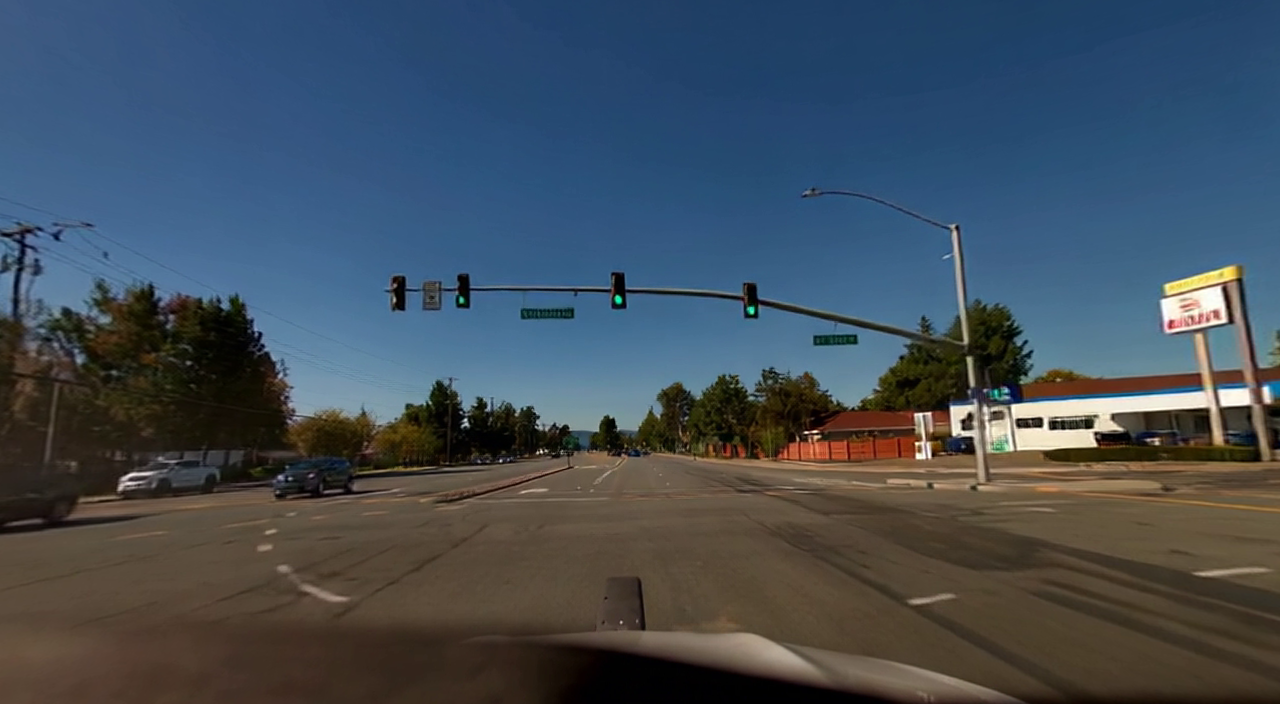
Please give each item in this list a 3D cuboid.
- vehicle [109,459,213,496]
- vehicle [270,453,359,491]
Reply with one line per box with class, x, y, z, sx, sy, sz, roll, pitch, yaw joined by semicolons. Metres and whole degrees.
vehicle;-24.956;6.547;33.178;2.098;1.684;4.388;0;-9;-2
vehicle;-15.410;5.664;30.183;2.053;1.598;4.336;0;-9;-2
